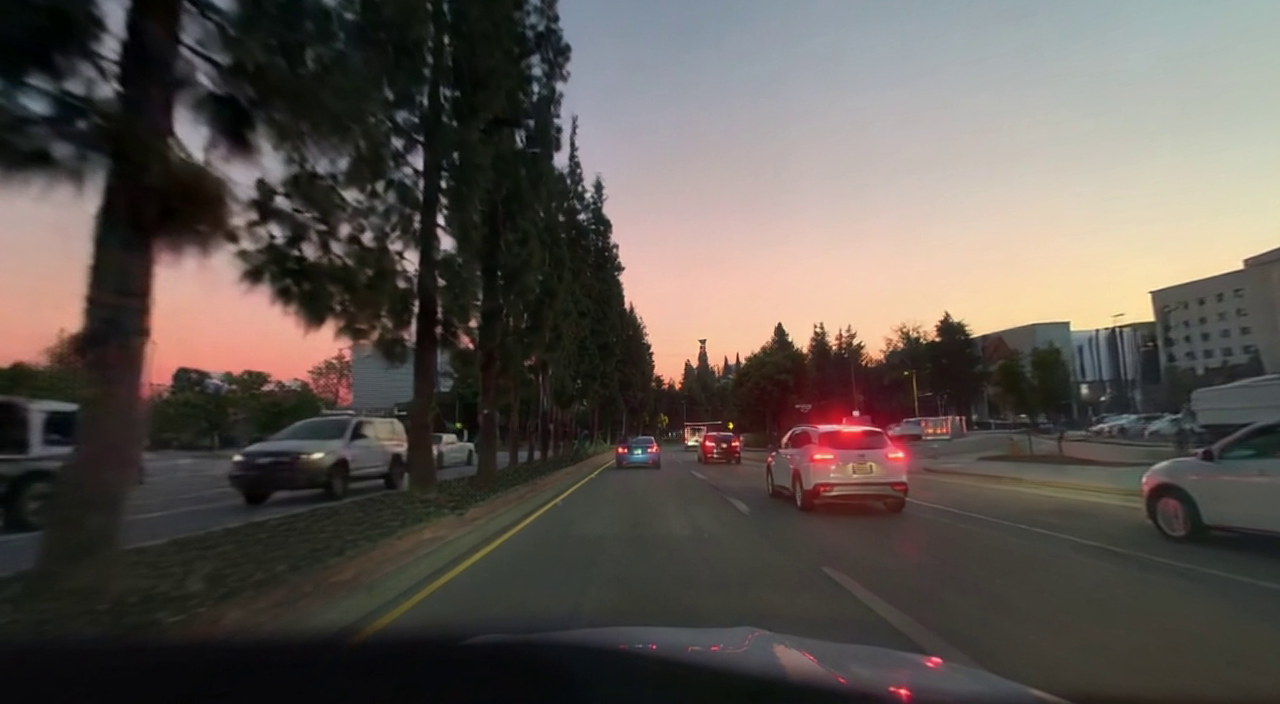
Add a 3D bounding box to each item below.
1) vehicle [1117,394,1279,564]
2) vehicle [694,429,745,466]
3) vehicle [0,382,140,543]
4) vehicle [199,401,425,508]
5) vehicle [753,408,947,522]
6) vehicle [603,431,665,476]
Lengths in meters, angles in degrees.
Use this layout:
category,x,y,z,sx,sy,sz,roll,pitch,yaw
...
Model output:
category,x,y,z,sx,sy,sz,roll,pitch,yaw
vehicle,7.540,1.280,6.309,2.008,1.714,4.407,0,-8,0
vehicle,3.944,4.852,31.945,1.982,1.709,4.427,0,-8,-1
vehicle,-11.337,1.688,9.524,2.585,2.507,5.743,0,-8,2
vehicle,-7.756,2.528,15.815,2.469,2.200,5.517,0,-8,3
vehicle,3.589,2.041,11.775,2.130,1.718,4.310,0,-8,0
vehicle,-0.184,3.779,23.538,2.111,1.506,4.018,0,-8,0
